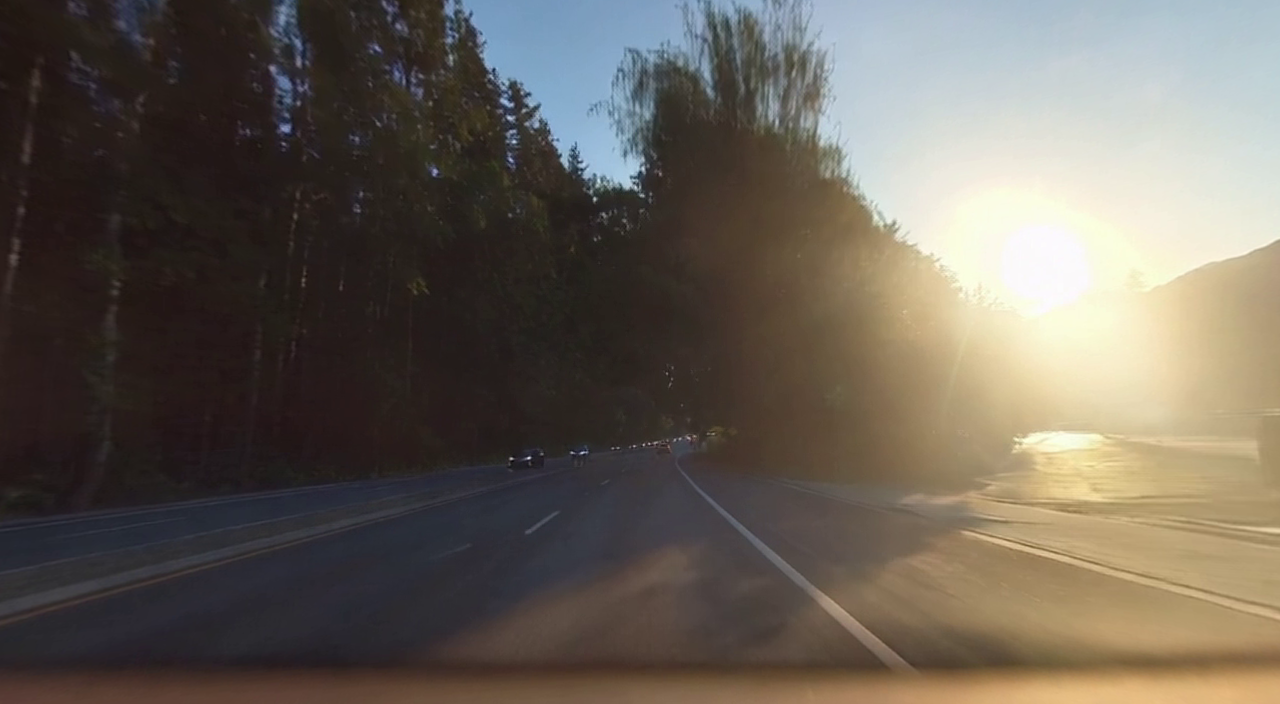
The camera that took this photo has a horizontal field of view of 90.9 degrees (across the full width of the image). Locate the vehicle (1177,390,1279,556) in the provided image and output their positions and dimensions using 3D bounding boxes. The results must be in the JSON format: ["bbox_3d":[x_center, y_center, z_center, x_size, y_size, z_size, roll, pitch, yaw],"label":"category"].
[{"bbox_3d":[9.942,1.456,7.624,4.839,1.933,2.215,0,-9,-2],"label":"vehicle"}]

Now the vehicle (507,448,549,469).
[{"bbox_3d":[-8.227,7.845,46.546,2.162,1.438,4.374,0,-9,2],"label":"vehicle"}]
